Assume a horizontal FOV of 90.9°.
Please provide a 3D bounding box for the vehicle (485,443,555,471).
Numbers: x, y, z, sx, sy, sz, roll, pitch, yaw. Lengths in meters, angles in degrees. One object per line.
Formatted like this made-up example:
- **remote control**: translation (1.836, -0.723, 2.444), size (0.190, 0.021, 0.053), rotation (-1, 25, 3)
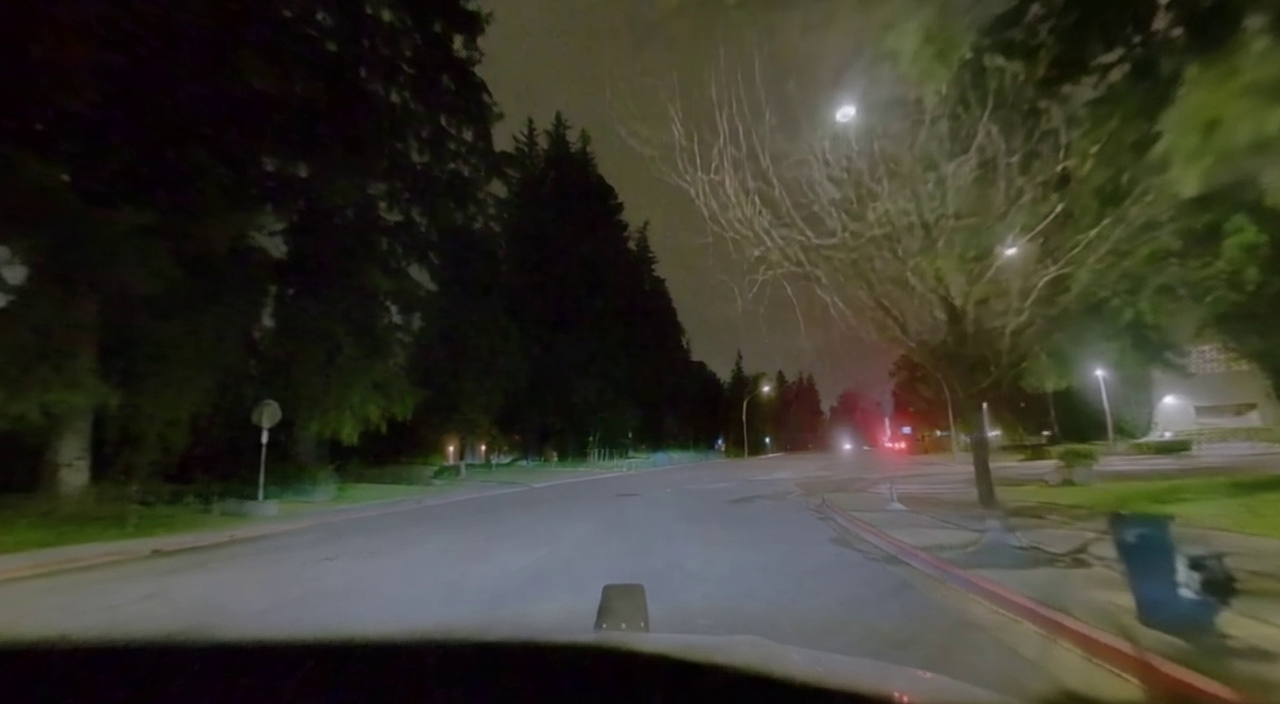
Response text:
- **vehicle**: translation (-7.617, 6.702, 40.304), size (4.252, 1.681, 1.854), rotation (1, -8, -8)
